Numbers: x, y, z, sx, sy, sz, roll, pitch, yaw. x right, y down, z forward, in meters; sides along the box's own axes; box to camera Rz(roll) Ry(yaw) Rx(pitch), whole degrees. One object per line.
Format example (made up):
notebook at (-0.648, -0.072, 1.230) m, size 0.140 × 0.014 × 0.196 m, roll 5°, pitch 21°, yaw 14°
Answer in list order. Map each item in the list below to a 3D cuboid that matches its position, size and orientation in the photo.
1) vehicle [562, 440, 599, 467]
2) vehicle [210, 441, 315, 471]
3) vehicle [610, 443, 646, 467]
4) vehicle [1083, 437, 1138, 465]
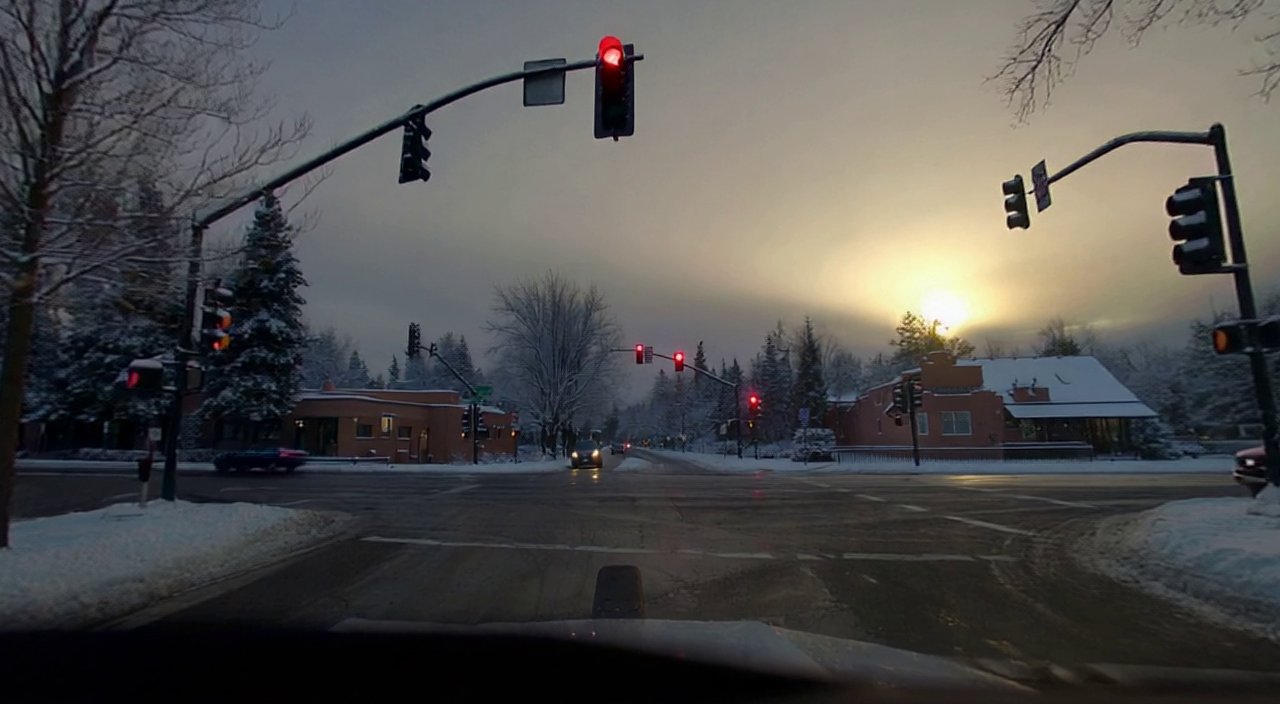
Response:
vehicle at (-4.116, 7.103, 44.267) m, size 2.251 × 1.756 × 4.610 m, roll 0°, pitch -9°, yaw -2°
vehicle at (-19.826, 5.479, 33.247) m, size 4.588 × 1.484 × 2.000 m, roll -3°, pitch -9°, yaw 14°
vehicle at (-0.873, 6.851, 42.135) m, size 2.056 × 1.492 × 3.937 m, roll 1°, pitch -9°, yaw -6°
vehicle at (26.961, 5.655, 36.145) m, size 2.092 × 1.474 × 4.046 m, roll -8°, pitch -11°, yaw 41°
